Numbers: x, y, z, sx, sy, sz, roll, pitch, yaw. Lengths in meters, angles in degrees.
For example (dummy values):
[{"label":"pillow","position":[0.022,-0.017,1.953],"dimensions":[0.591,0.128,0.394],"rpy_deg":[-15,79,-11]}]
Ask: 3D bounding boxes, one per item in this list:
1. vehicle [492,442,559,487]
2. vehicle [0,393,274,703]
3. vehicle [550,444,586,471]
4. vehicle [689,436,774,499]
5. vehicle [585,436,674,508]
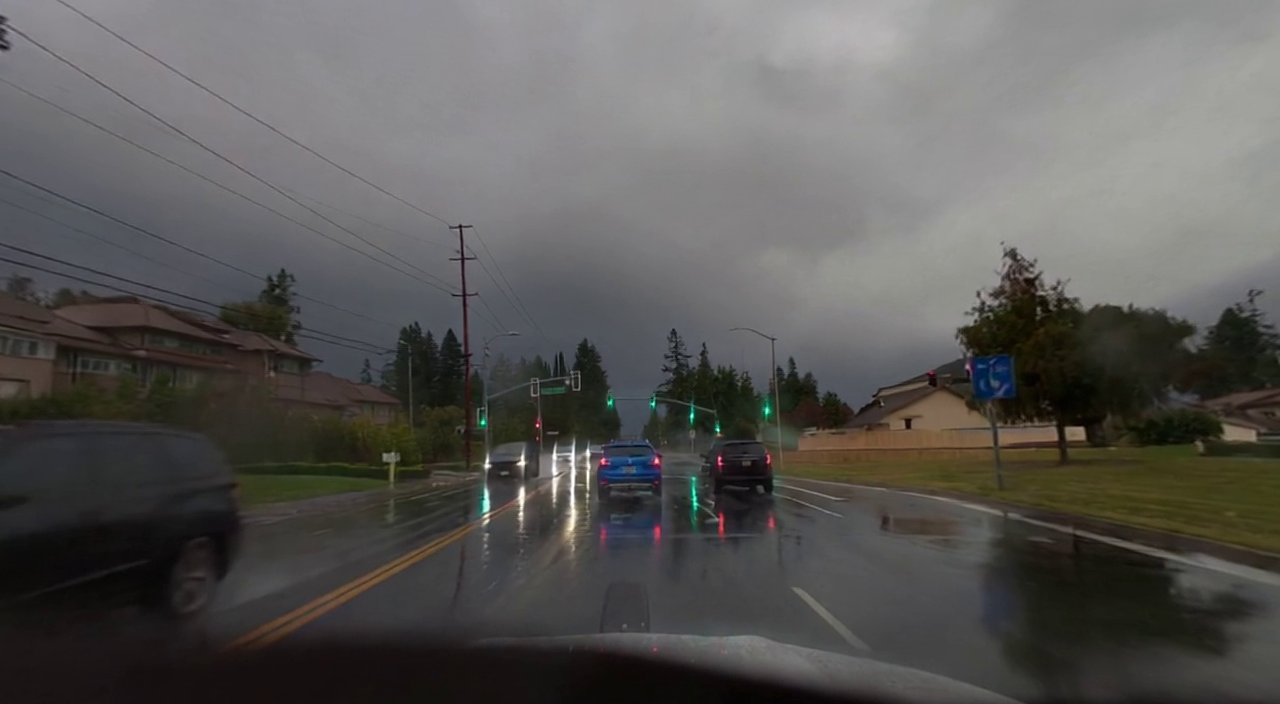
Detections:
[{"label":"vehicle","position":[-5.214,5.189,29.479],"dimensions":[2.197,1.882,4.973],"rpy_deg":[0,-8,0]},{"label":"vehicle","position":[-4.474,1.182,3.938],"dimensions":[2.063,1.727,3.923],"rpy_deg":[0,-8,-2]},{"label":"vehicle","position":[-5.629,8.320,49.953],"dimensions":[2.292,1.995,4.751],"rpy_deg":[0,-8,0]},{"label":"vehicle","position":[2.778,3.626,20.236],"dimensions":[1.967,1.756,4.281],"rpy_deg":[0,-8,-2]},{"label":"vehicle","position":[-0.278,3.212,17.354],"dimensions":[2.151,1.695,4.100],"rpy_deg":[0,-8,-1]}]
